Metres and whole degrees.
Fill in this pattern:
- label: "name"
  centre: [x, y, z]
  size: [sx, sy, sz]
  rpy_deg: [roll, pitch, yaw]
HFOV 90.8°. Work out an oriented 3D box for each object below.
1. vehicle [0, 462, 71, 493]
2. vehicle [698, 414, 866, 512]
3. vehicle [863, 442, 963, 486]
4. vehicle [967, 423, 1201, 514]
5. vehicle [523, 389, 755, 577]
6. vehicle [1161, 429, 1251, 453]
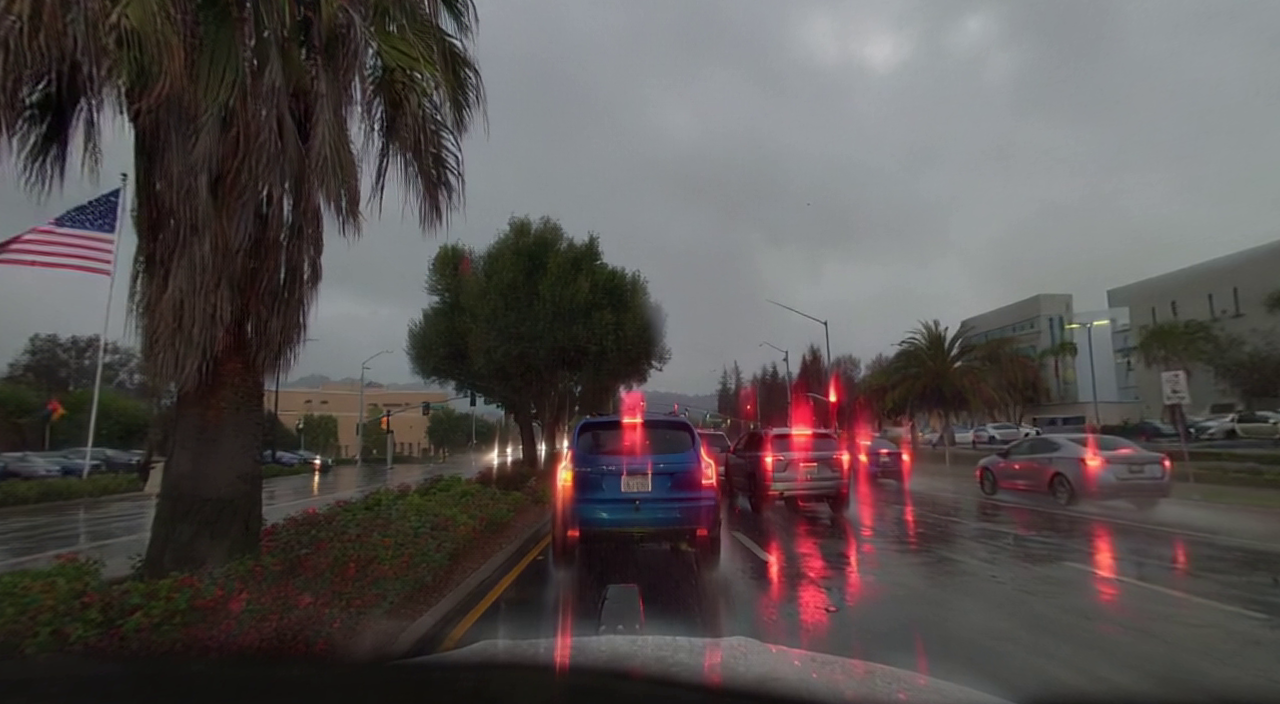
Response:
- label: "vehicle"
  centre: [-45.692, 9.058, 45.761]
  size: [6.410, 2.078, 2.584]
  rpy_deg: [0, -9, 0]
- label: "vehicle"
  centre: [3.256, 2.790, 16.383]
  size: [2.773, 2.021, 6.212]
  rpy_deg: [0, -9, -2]
- label: "vehicle"
  centre: [10.184, 4.178, 23.978]
  size: [1.855, 1.495, 4.143]
  rpy_deg: [0, -9, -1]
- label: "vehicle"
  centre: [9.992, 2.649, 14.843]
  size: [2.155, 1.779, 4.582]
  rpy_deg: [0, -9, 0]
- label: "vehicle"
  centre: [-0.121, 1.693, 8.923]
  size: [2.402, 1.938, 4.535]
  rpy_deg: [0, -9, -3]
- label: "vehicle"
  centre: [36.417, 5.762, 40.841]
  size: [1.839, 1.455, 4.395]
  rpy_deg: [0, -9, 2]
